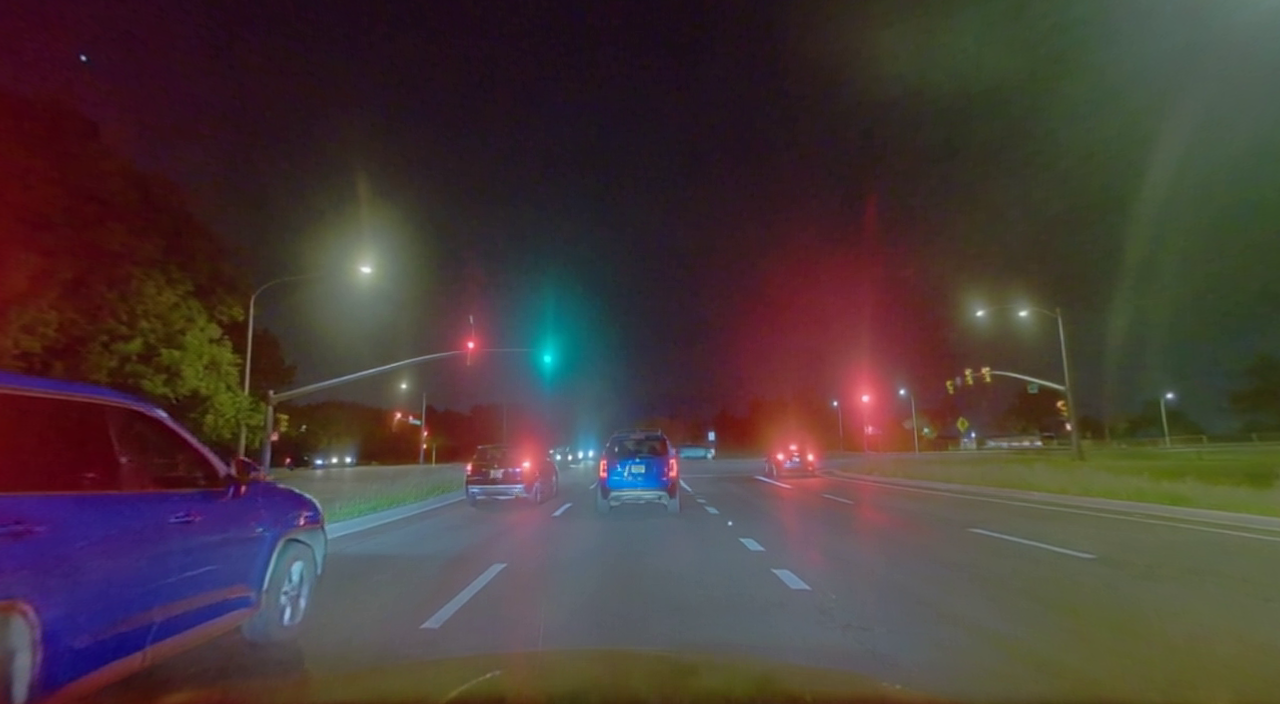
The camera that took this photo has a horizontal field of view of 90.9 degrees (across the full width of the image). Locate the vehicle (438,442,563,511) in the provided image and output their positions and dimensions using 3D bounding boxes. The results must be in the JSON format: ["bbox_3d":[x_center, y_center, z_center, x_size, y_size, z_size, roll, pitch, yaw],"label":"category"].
[{"bbox_3d":[-3.408,3.146,16.566,2.061,1.504,5.142,0,-9,0],"label":"vehicle"}]

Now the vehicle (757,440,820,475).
[{"bbox_3d":[7.972,5.719,34.447,2.166,1.761,4.692,0,-9,-2],"label":"vehicle"}]

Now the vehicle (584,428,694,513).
[{"bbox_3d":[-0.003,2.811,15.413,2.298,1.770,4.138,0,-9,0],"label":"vehicle"}]

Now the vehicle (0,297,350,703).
[{"bbox_3d":[-3.532,0.756,2.445,2.320,1.863,5.148,0,-9,0],"label":"vehicle"}]
